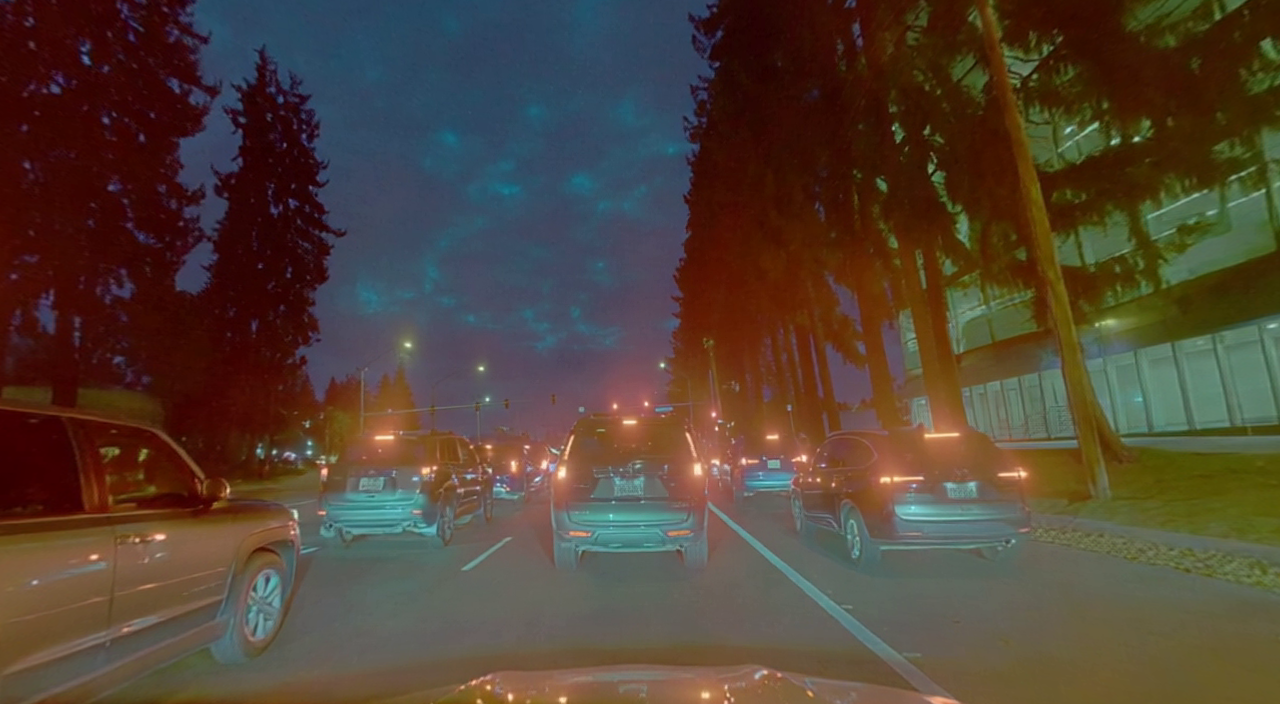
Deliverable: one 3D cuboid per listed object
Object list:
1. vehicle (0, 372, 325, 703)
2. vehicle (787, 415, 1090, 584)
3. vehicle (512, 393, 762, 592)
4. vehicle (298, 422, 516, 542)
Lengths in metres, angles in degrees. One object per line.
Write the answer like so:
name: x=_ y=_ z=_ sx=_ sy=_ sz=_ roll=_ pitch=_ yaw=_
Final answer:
vehicle: x=-3.780 y=0.995 z=3.308 sx=1.929 sy=1.641 sz=4.193 roll=0 pitch=-8 yaw=2
vehicle: x=3.267 y=1.672 z=7.864 sx=1.922 sy=1.579 sz=3.642 roll=0 pitch=-8 yaw=-1
vehicle: x=-0.004 y=1.538 z=7.652 sx=2.193 sy=1.744 sz=4.033 roll=0 pitch=-8 yaw=1
vehicle: x=-3.654 y=2.117 z=10.926 sx=2.042 sy=1.641 sz=4.314 roll=0 pitch=-8 yaw=1
